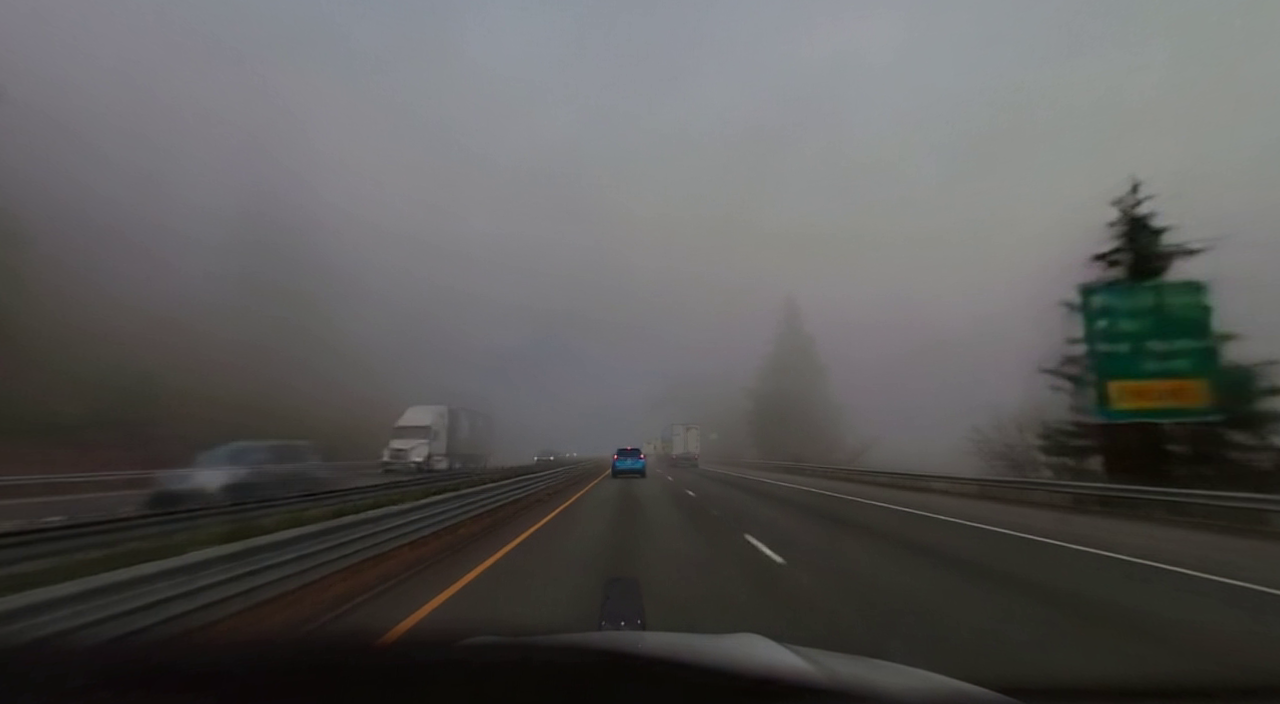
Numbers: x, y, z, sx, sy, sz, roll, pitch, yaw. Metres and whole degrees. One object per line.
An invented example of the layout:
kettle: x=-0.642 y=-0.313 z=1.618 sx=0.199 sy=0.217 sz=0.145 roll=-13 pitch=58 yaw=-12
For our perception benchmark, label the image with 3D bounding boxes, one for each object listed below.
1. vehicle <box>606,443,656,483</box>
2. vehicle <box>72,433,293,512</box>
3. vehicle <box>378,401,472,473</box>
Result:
vehicle: x=-0.444 y=5.186 z=29.603 sx=2.190 sy=1.706 sz=4.062 roll=0 pitch=-9 yaw=-1
vehicle: x=-10.393 y=2.757 z=14.817 sx=1.890 sy=1.575 sz=4.211 roll=-1 pitch=-9 yaw=2
vehicle: x=-13.187 y=5.423 z=39.610 sx=3.019 sy=4.044 sz=8.230 roll=0 pitch=-9 yaw=0
